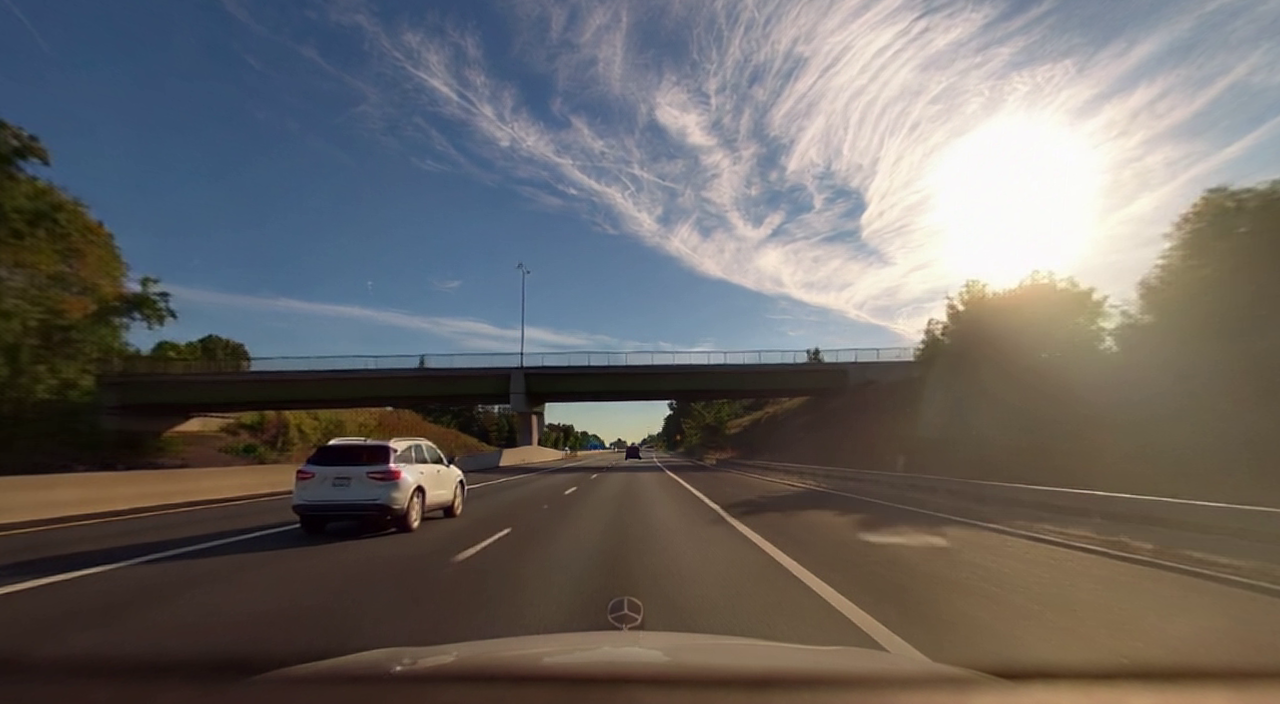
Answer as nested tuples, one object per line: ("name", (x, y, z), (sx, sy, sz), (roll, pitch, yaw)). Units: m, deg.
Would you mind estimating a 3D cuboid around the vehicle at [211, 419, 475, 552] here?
("vehicle", (-4.601, 2.143, 10.843), (2.221, 1.750, 4.706), (0, -9, 0))
